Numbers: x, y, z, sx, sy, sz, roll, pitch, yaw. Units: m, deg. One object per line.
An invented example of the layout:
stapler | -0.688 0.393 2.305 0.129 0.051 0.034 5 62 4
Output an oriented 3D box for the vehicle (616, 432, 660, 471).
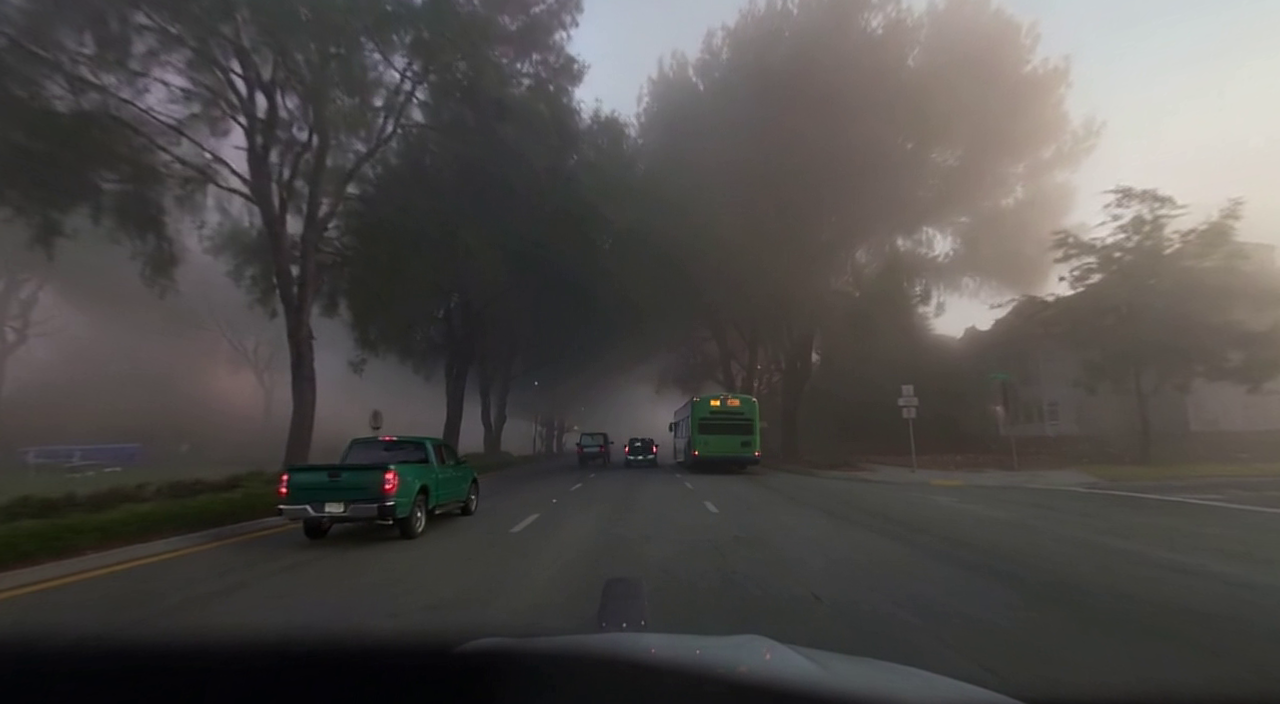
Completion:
vehicle | -0.062 5.063 32.265 2.074 1.849 5.137 0 -8 1

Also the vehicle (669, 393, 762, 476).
vehicle | 3.273 4.182 31.292 3.059 3.264 12.623 0 -8 0

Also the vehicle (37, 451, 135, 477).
vehicle | -33.941 6.868 38.809 1.745 1.441 4.693 0 -8 1

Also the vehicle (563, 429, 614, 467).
vehicle | -2.957 5.695 37.482 2.513 2.066 5.820 0 -8 0

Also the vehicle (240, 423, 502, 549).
vehicle | -3.836 1.997 10.113 2.109 1.543 4.535 0 -8 1
